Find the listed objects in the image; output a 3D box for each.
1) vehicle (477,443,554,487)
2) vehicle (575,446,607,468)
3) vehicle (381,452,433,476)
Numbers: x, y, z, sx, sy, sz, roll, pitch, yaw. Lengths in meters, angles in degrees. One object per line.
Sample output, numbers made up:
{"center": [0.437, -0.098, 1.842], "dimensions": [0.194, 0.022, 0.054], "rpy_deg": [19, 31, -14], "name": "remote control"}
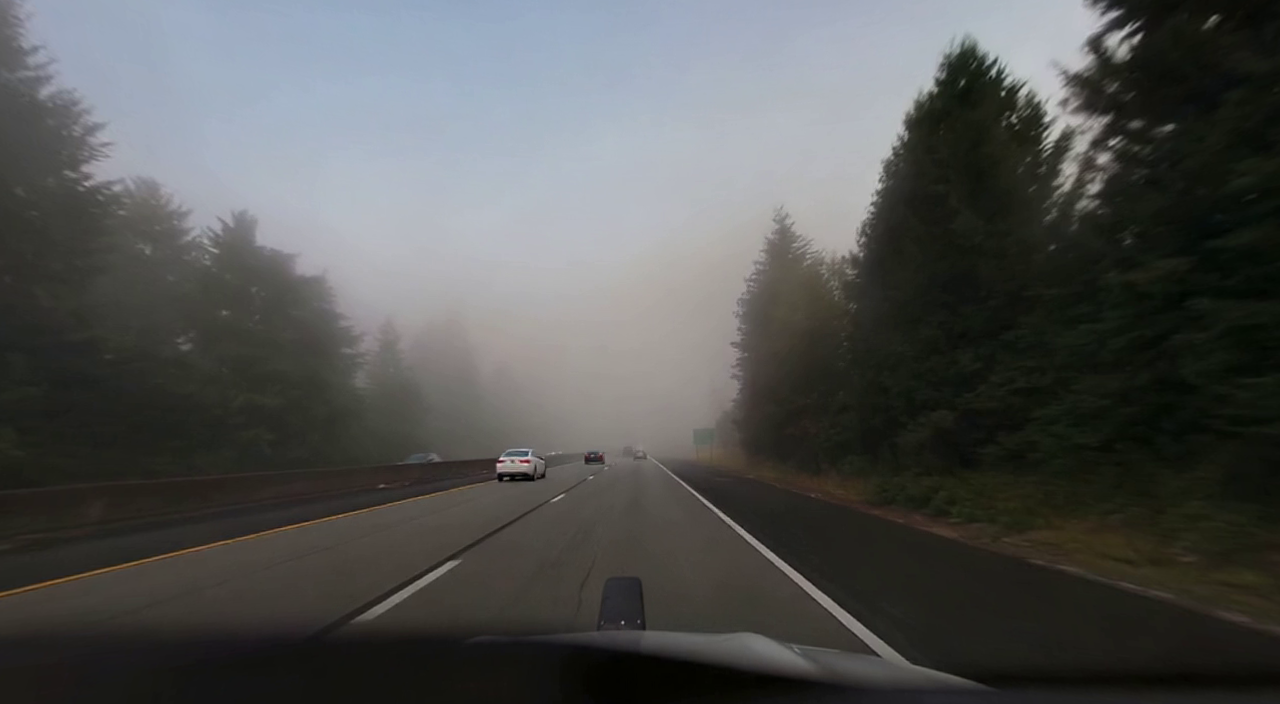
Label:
{"center": [-4.604, 4.242, 24.012], "dimensions": [1.975, 1.501, 4.603], "rpy_deg": [0, -9, 0], "name": "vehicle"}
{"center": [-3.454, 7.532, 45.150], "dimensions": [2.005, 1.474, 3.921], "rpy_deg": [0, -9, 0], "name": "vehicle"}
{"center": [-14.184, 6.809, 38.516], "dimensions": [1.763, 1.418, 3.685], "rpy_deg": [0, -9, 0], "name": "vehicle"}
